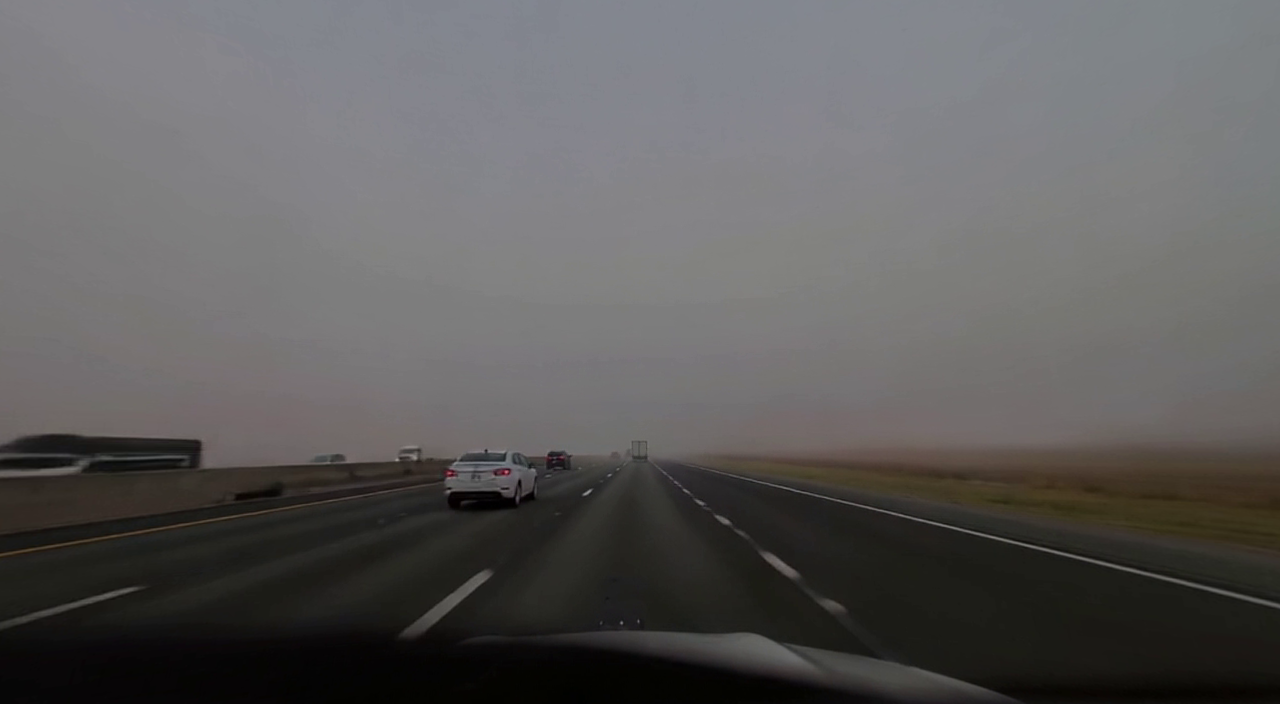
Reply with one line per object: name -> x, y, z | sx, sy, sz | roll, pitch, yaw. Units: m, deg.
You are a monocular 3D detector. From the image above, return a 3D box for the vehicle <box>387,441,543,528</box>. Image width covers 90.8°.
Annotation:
vehicle -> -3.619, 2.843, 14.082 | 2.139, 1.607, 4.378 | 0, -9, 1

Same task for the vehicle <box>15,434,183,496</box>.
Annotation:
vehicle -> -25.959, 5.460, 30.773 | 2.492, 2.698, 6.313 | 0, -9, 0

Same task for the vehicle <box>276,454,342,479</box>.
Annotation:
vehicle -> -21.476, 7.411, 41.158 | 1.848, 1.529, 4.547 | 0, -9, 0

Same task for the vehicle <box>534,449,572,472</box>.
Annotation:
vehicle -> -6.750, 8.453, 49.311 | 2.234, 1.698, 4.634 | 0, -9, 1
